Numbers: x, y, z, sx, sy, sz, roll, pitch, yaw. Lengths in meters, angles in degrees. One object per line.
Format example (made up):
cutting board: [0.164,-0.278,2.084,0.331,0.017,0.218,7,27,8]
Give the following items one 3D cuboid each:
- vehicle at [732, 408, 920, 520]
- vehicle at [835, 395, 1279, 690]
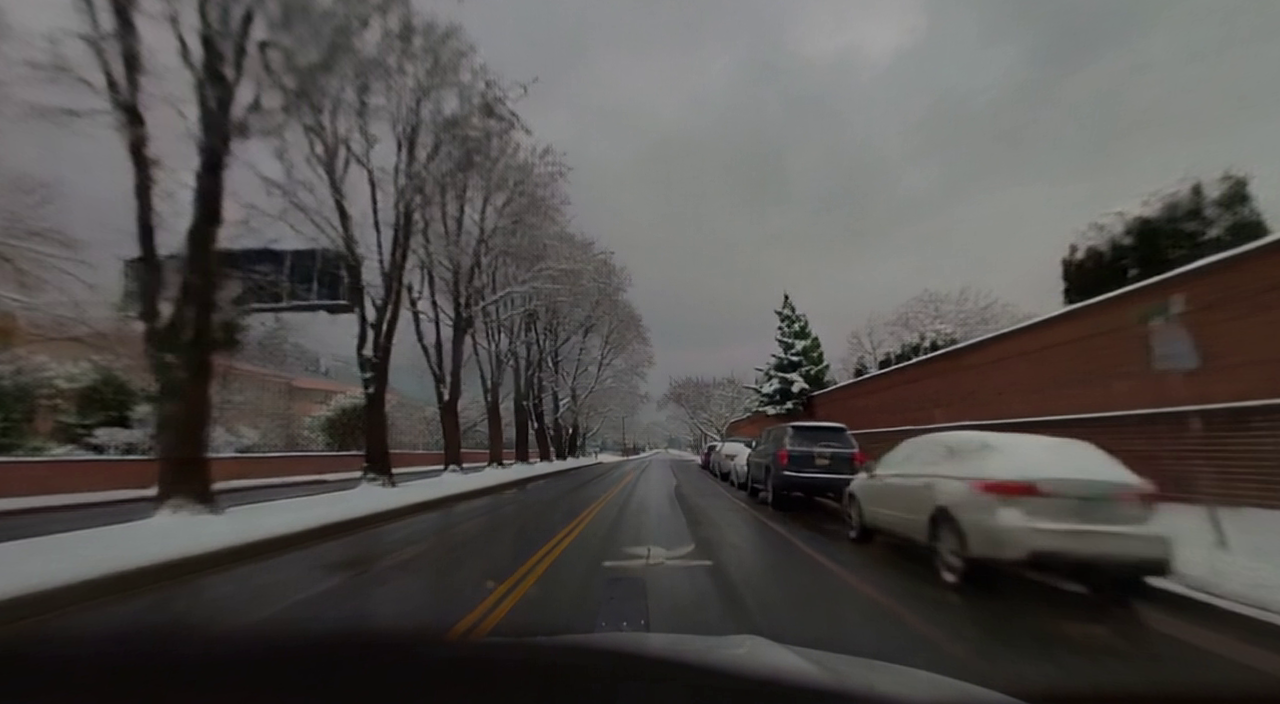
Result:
vehicle: [3.718,2.520,14.285,2.518,1.943,6.415,0,-10,2]
vehicle: [3.770,1.485,6.354,2.048,1.596,5.543,3,-8,2]
